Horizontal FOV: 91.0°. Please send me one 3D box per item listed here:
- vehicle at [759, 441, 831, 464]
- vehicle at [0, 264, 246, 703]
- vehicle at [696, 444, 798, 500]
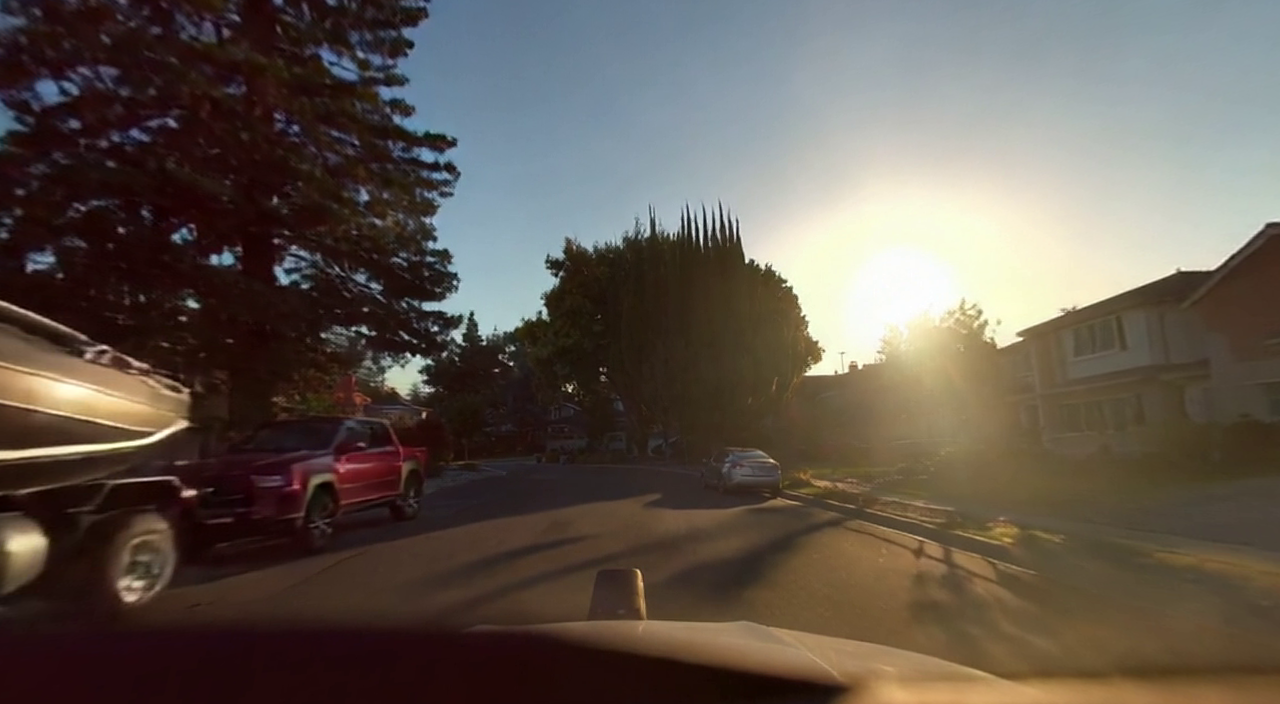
[{"bbox_3d":[10.274,6.653,41.685,4.252,1.429,1.907,3,-9,-22],"label":"vehicle"},{"bbox_3d":[-4.473,0.502,1.721,2.632,2.249,6.179,0,-9,2],"label":"vehicle"},{"bbox_3d":[3.109,3.612,19.464,1.998,1.489,4.722,1,-9,-4],"label":"vehicle"}]
